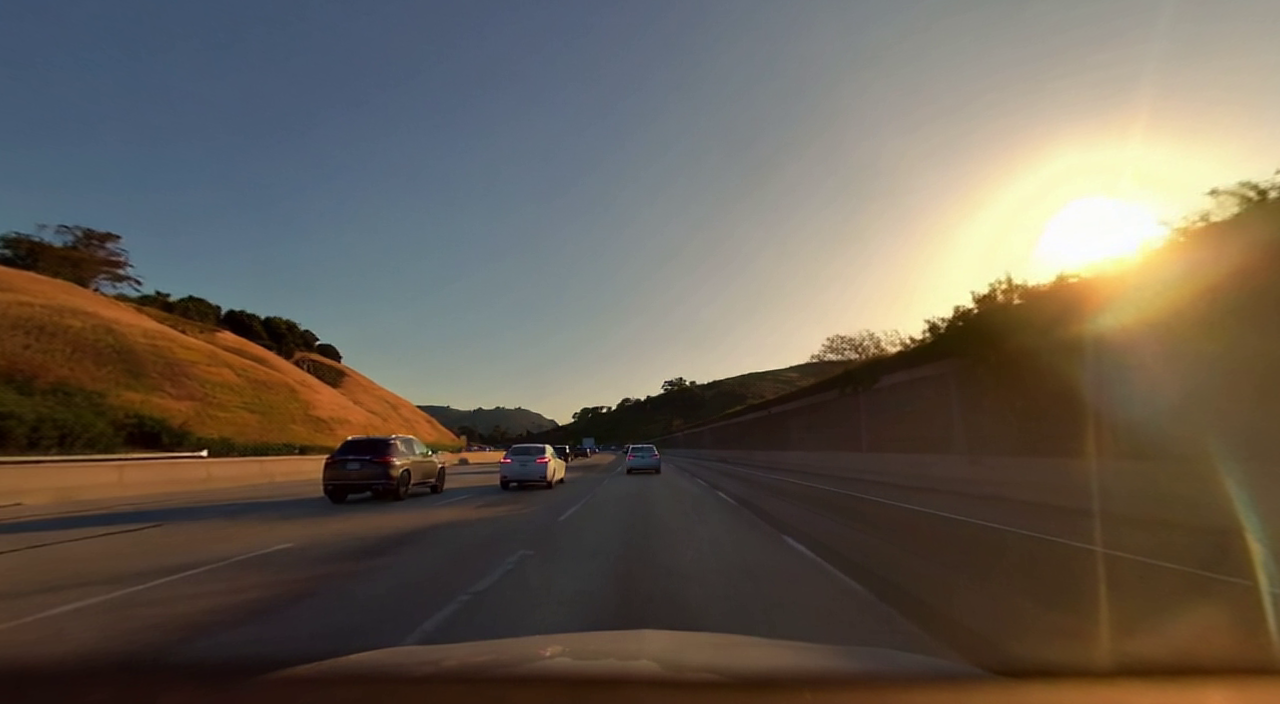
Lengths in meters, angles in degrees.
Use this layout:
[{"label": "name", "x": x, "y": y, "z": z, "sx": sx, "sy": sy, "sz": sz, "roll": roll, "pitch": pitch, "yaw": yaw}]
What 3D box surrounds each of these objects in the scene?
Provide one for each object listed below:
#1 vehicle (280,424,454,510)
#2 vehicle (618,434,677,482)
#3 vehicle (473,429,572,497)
[{"label": "vehicle", "x": -6.790, "y": 2.930, "z": 16.544, "sx": 2.108, "sy": 1.856, "sz": 5.214, "roll": 0, "pitch": -9, "yaw": 2}, {"label": "vehicle", "x": 0.264, "y": 4.381, "z": 26.208, "sx": 2.233, "sy": 1.804, "sz": 4.273, "roll": 0, "pitch": -9, "yaw": 0}, {"label": "vehicle", "x": -3.433, "y": 3.354, "z": 19.395, "sx": 2.093, "sy": 1.820, "sz": 4.506, "roll": 0, "pitch": -9, "yaw": 1}]
